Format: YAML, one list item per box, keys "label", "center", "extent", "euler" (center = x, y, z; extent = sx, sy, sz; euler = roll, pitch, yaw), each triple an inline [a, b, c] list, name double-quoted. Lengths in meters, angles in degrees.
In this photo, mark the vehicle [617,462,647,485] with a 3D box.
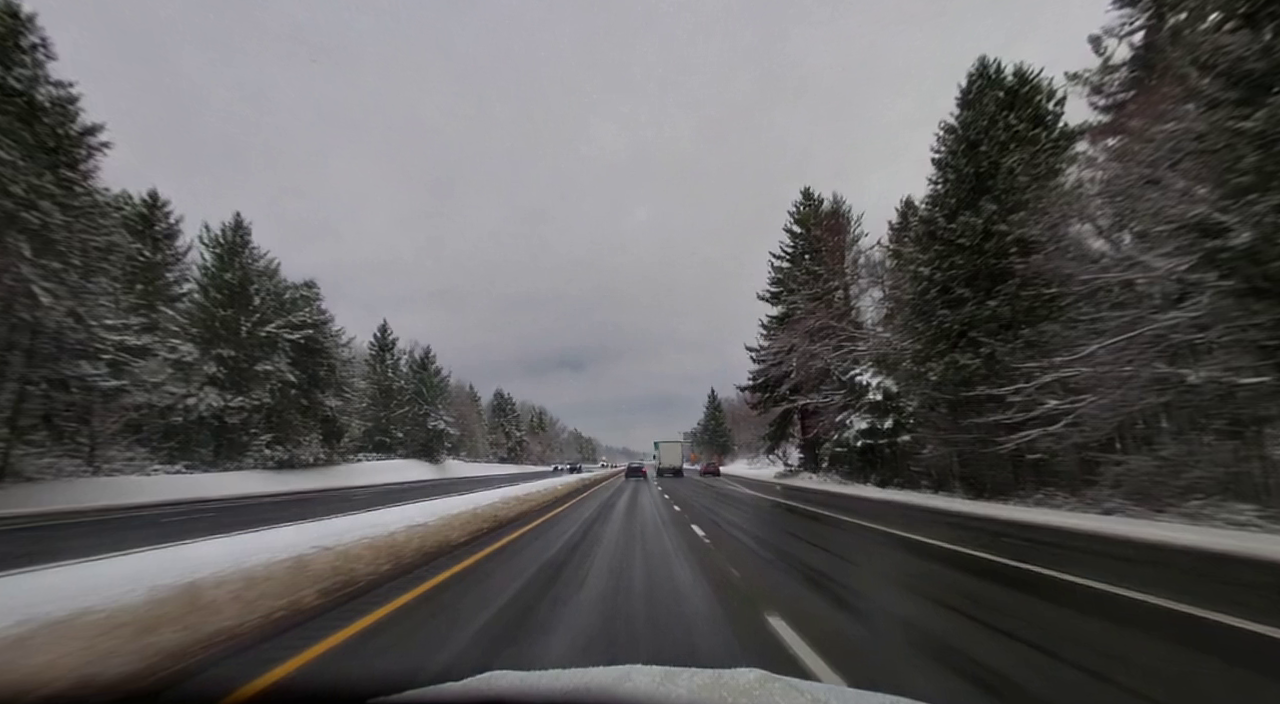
- label: "vehicle"
  center: [-0.549, 8.454, 43.977]
  extent: [2.025, 1.452, 3.927]
  euler: [1, -10, 0]
